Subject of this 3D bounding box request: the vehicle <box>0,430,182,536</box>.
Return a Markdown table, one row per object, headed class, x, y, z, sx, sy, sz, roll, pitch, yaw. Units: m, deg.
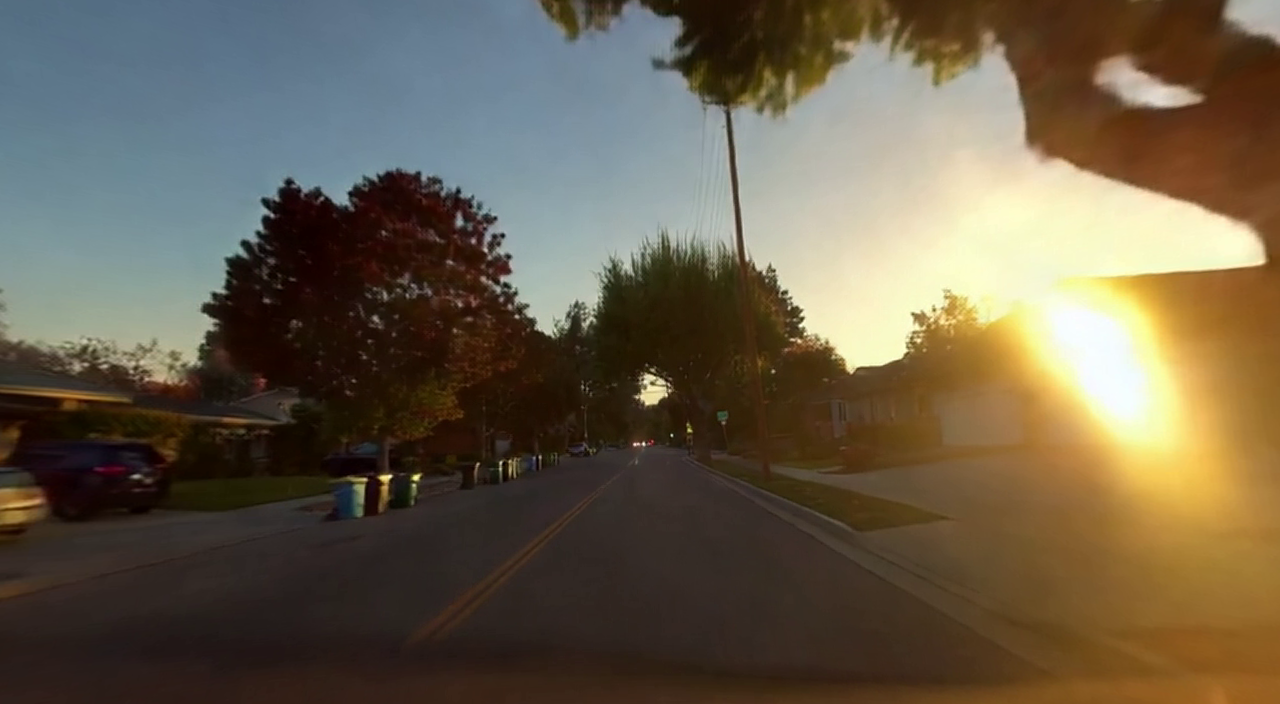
| class | x | y | z | sx | sy | sz | roll | pitch | yaw |
| --- | --- | --- | --- | --- | --- | --- | --- | --- | --- |
| vehicle | -12.884 | 2.813 | 14.037 | 2.085 | 1.904 | 4.521 | -5 | -7 | 0 |
